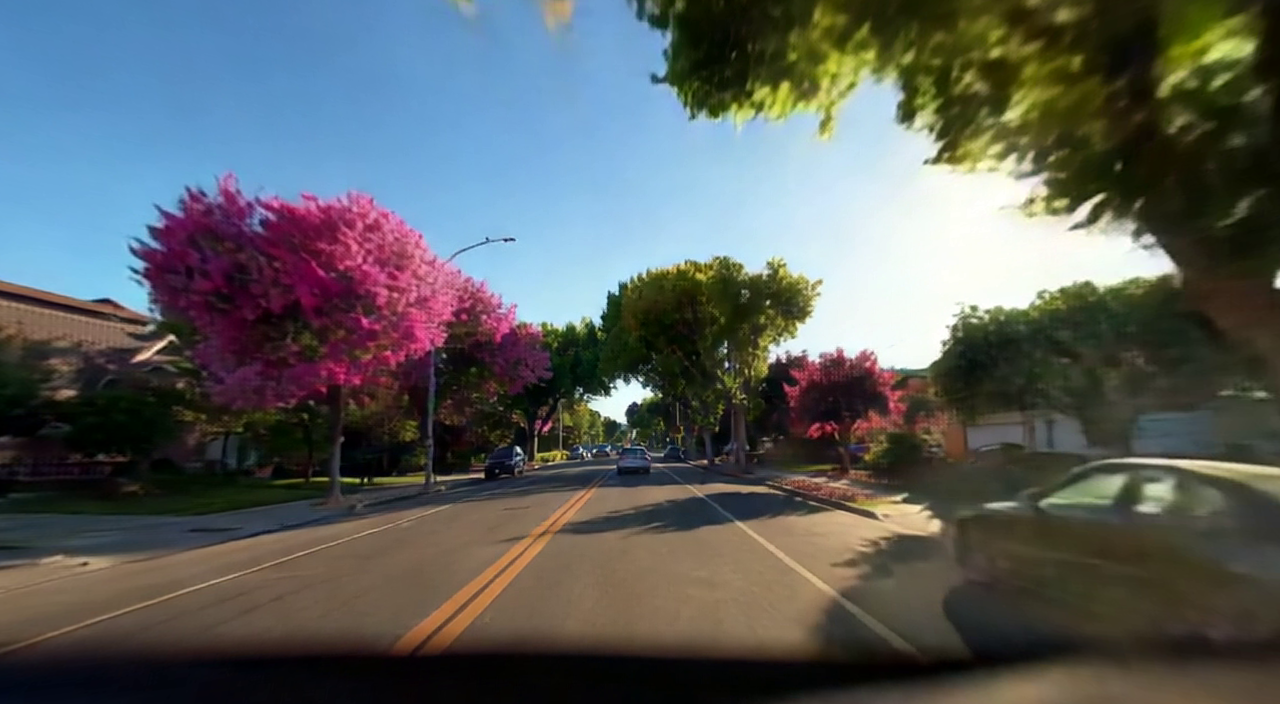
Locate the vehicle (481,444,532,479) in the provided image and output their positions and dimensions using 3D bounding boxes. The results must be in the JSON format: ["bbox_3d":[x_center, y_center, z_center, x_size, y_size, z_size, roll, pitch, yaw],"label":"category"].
[{"bbox_3d":[-7.729,6.390,36.765,2.022,1.795,4.337,-3,-10,0],"label":"vehicle"}]

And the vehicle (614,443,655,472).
[{"bbox_3d":[-0.330,5.730,34.481,2.104,1.500,3.815,0,-8,-1],"label":"vehicle"}]

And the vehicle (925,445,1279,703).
[{"bbox_3d":[4.445,1.482,4.941,1.977,1.481,5.155,0,-8,0],"label":"vehicle"}]
